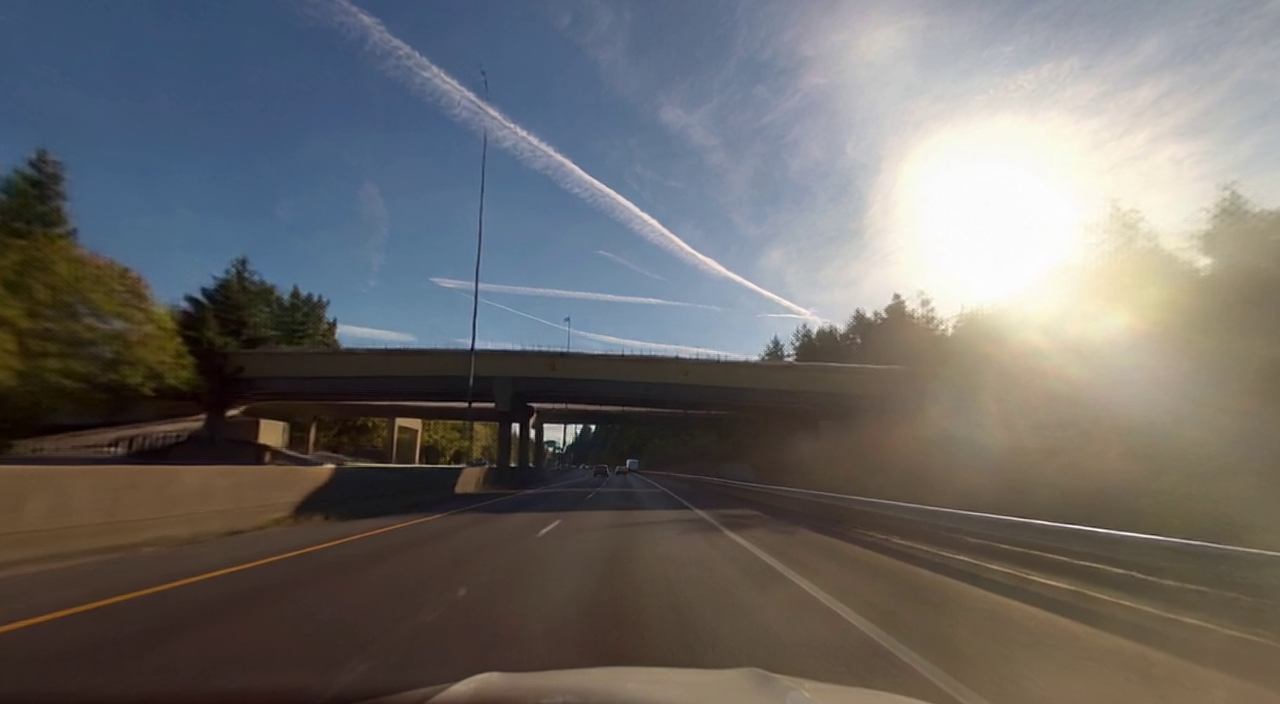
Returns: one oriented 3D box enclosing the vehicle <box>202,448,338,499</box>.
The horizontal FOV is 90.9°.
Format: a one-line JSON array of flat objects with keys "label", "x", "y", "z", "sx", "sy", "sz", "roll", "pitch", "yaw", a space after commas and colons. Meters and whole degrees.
[{"label": "vehicle", "x": -13.028, "y": 4.339, "z": 22.580, "sx": 2.113, "sy": 1.597, "sz": 4.475, "roll": 1, "pitch": -11, "yaw": 0}]
